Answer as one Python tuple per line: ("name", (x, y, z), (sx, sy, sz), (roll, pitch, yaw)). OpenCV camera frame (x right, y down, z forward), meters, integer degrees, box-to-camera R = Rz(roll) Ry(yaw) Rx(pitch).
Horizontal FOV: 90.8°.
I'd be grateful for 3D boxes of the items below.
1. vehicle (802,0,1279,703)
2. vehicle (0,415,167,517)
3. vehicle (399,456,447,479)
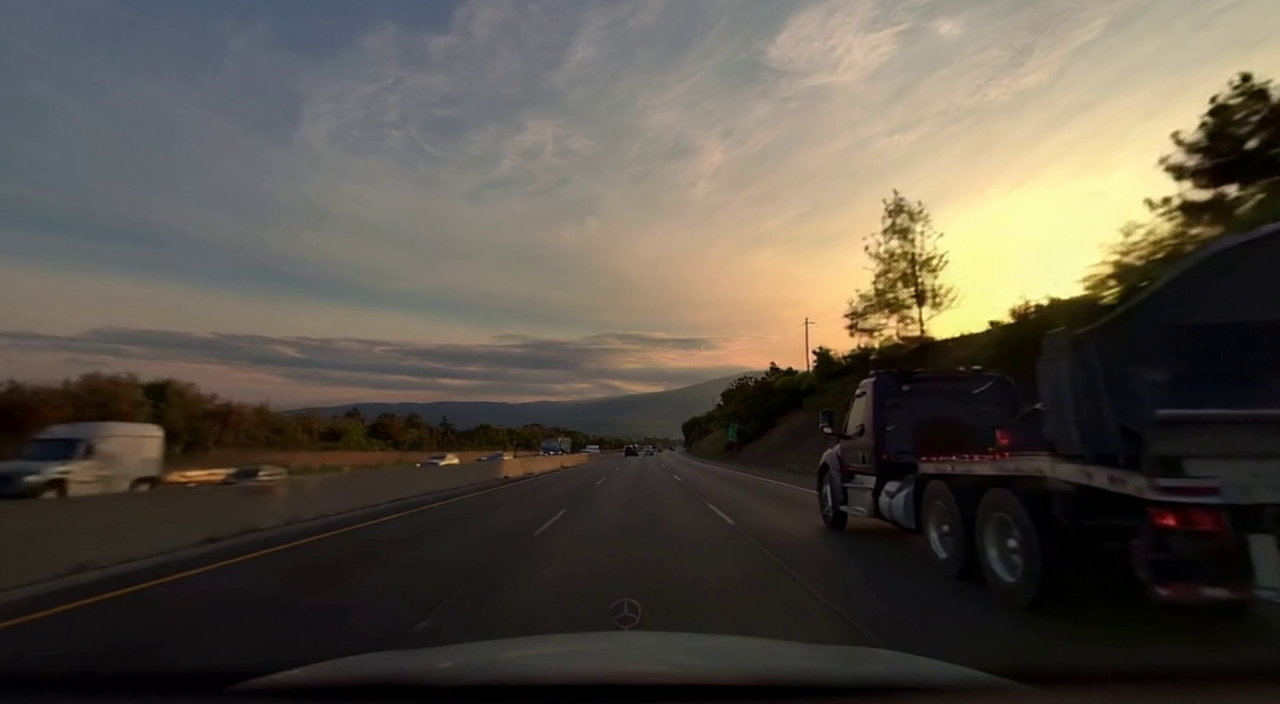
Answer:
("vehicle", (4.091, 0.571, 5.939), (2.771, 3.313, 8.121), (0, -9, -1))
("vehicle", (-19.617, 3.695, 20.783), (2.658, 2.883, 6.850), (0, -9, 0))
("vehicle", (-14.691, 7.808, 42.943), (1.904, 1.469, 3.904), (0, -9, 0))
